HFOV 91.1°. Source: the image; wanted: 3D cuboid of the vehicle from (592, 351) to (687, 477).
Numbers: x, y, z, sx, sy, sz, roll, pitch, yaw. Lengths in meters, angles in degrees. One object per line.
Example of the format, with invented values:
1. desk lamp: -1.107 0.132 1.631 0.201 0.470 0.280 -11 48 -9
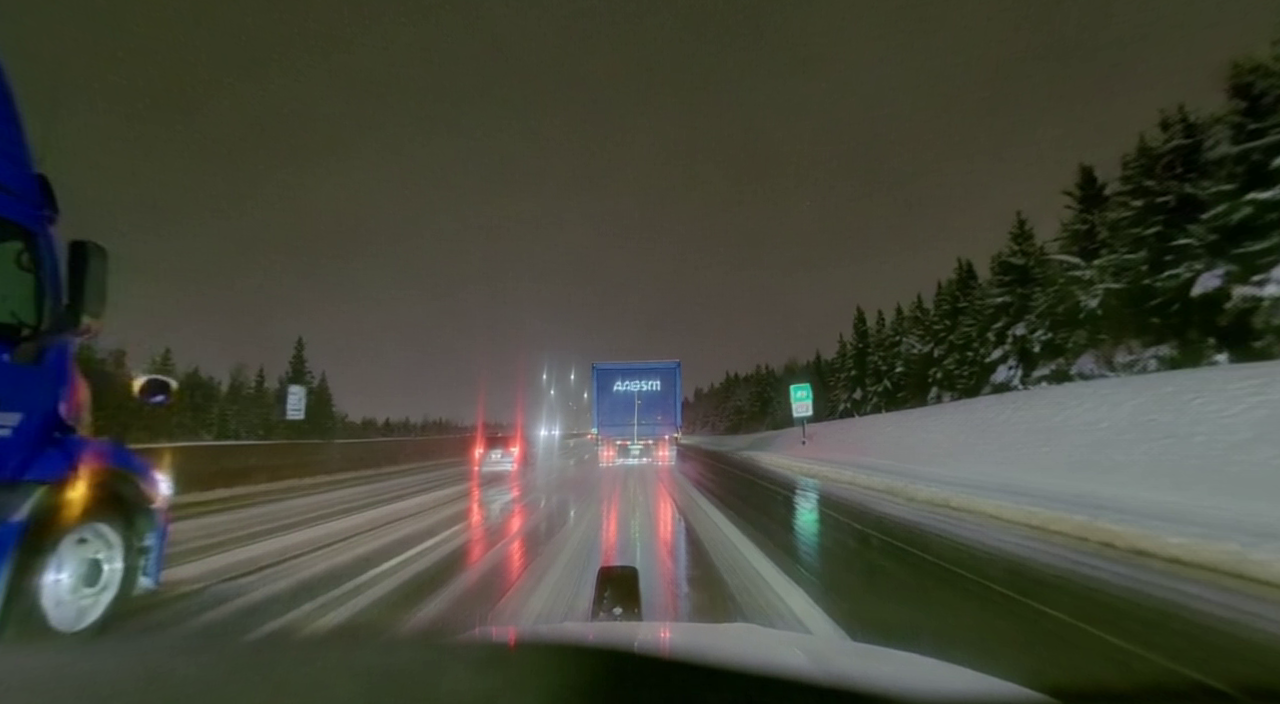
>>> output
1. vehicle: -0.199 2.727 26.063 3.118 4.106 10.719 0 -8 -2

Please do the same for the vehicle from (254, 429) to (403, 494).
1. vehicle: -8.090 2.837 16.815 1.943 1.500 4.011 0 -8 -1

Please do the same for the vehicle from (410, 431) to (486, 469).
1. vehicle: -8.492 4.355 28.249 1.976 1.510 4.604 0 -8 0

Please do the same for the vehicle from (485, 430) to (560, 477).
1. vehicle: -4.030 3.541 22.220 1.933 1.492 3.838 0 -8 -1

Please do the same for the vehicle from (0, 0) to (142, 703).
1. vehicle: -4.381 -0.510 0.522 3.007 4.031 6.044 0 -7 -3
